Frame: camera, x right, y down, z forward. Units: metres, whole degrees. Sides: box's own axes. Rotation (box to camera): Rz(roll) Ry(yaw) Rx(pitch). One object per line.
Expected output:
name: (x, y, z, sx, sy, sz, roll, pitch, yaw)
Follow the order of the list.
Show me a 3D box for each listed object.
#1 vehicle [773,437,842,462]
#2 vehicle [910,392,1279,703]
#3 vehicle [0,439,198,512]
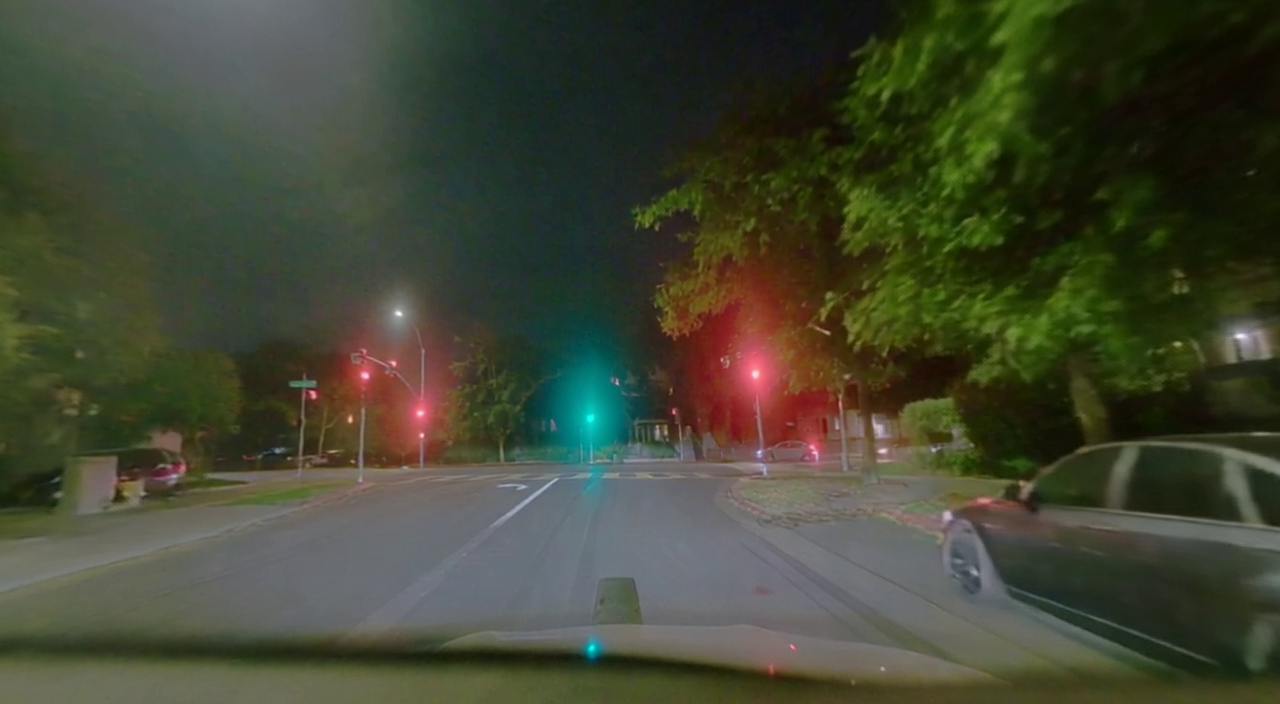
vehicle: (10.465, 6.118, 39.668, 3.815, 1.504, 1.790, 0, -8, 0)
vehicle: (3.655, 1.065, 3.701, 2.065, 1.478, 4.828, 0, -8, 1)
vehicle: (-14.152, 3.125, 16.639, 2.003, 1.637, 4.297, 0, -8, -2)
